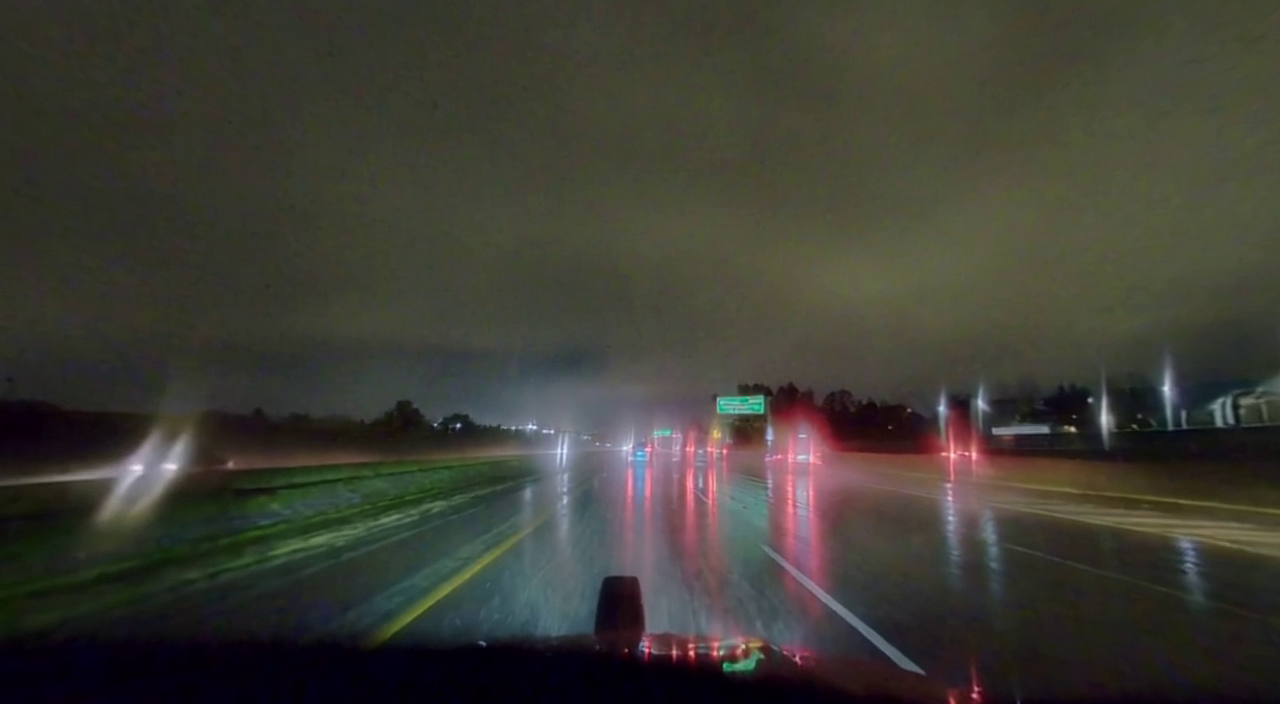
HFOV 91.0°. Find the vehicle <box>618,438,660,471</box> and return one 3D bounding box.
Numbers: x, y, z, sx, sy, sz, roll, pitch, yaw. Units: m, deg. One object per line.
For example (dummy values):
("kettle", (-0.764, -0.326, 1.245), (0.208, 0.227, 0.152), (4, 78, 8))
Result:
("vehicle", (-0.021, 5.535, 34.046), (2.142, 1.664, 4.076), (0, -9, 1))

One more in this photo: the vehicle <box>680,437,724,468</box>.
("vehicle", (3.840, 6.305, 39.565), (2.269, 1.839, 4.554), (0, -9, 0))

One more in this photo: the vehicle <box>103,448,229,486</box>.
("vehicle", (-21.054, 5.095, 28.268), (1.937, 1.522, 4.707), (0, -9, 1))
